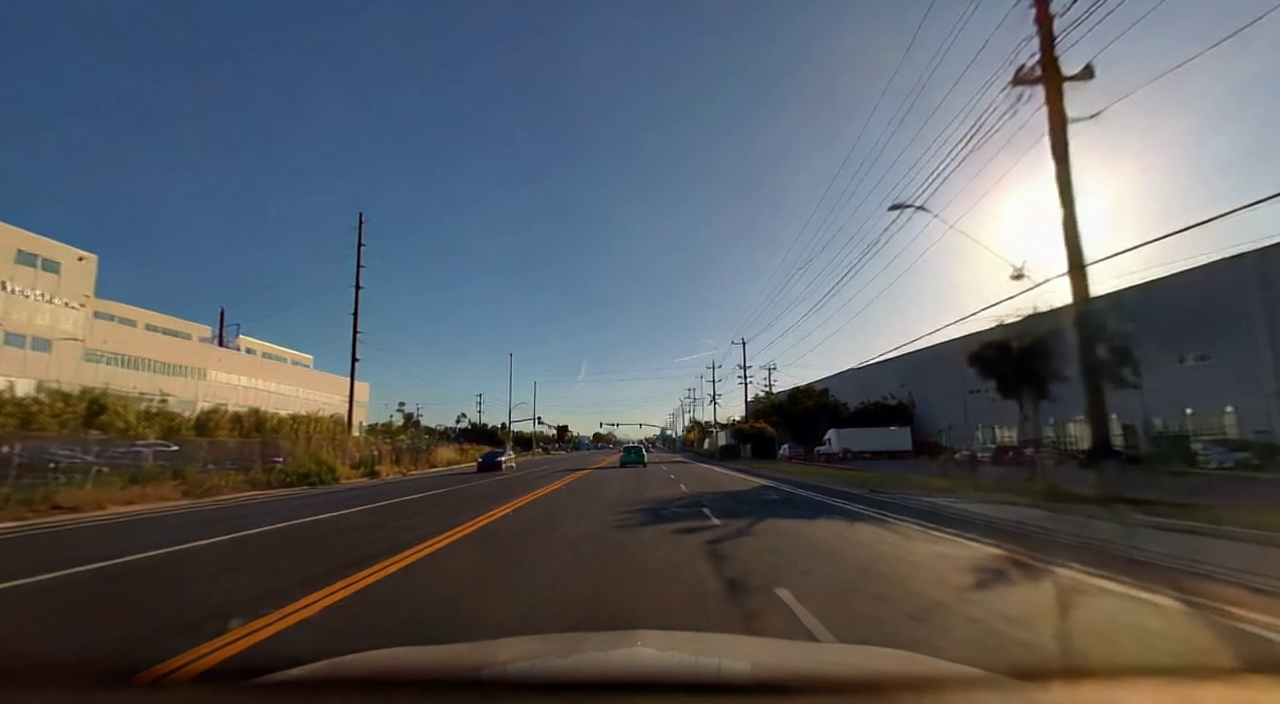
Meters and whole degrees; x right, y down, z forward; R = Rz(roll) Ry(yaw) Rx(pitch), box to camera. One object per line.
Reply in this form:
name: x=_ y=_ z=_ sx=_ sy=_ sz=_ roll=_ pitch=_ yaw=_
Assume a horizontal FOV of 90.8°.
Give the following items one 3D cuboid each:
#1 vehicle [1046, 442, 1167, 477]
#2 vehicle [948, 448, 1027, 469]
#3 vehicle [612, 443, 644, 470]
vehicle: x=24.846 y=5.716 z=33.765 sx=4.805 sy=1.781 sz=1.974 roll=0 pitch=-8 yaw=0
vehicle: x=25.771 y=7.888 z=46.977 sx=4.625 sy=1.484 sz=1.997 roll=0 pitch=-8 yaw=0
vehicle: x=-0.760 y=6.598 z=40.172 sx=1.937 sy=1.588 sz=3.746 roll=0 pitch=-8 yaw=0
